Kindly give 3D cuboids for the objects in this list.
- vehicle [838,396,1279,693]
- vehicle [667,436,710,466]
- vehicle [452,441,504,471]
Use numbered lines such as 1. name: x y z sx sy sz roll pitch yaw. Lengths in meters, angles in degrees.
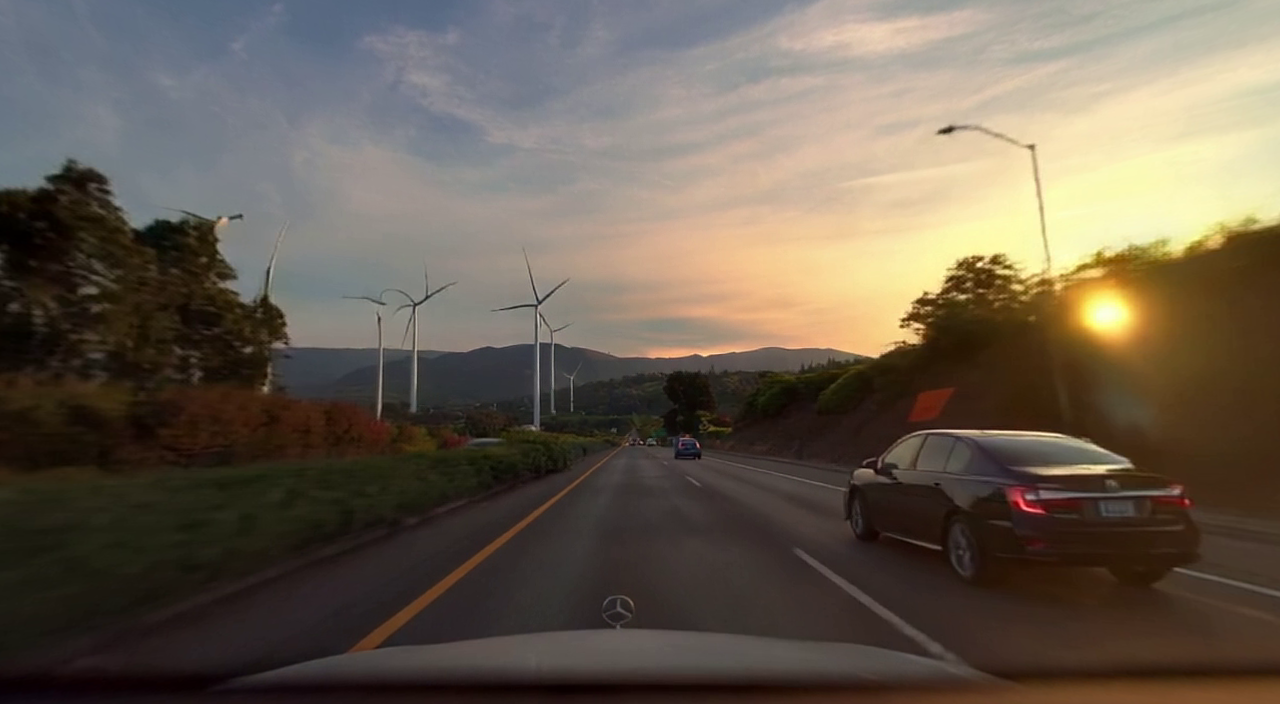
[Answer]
1. vehicle: 3.576 1.351 5.706 2.038 1.624 4.312 0 -8 -1
2. vehicle: 2.803 5.836 37.455 2.066 1.661 4.500 0 -8 -2
3. vehicle: -8.971 5.777 35.082 1.886 1.540 3.814 0 -8 0
